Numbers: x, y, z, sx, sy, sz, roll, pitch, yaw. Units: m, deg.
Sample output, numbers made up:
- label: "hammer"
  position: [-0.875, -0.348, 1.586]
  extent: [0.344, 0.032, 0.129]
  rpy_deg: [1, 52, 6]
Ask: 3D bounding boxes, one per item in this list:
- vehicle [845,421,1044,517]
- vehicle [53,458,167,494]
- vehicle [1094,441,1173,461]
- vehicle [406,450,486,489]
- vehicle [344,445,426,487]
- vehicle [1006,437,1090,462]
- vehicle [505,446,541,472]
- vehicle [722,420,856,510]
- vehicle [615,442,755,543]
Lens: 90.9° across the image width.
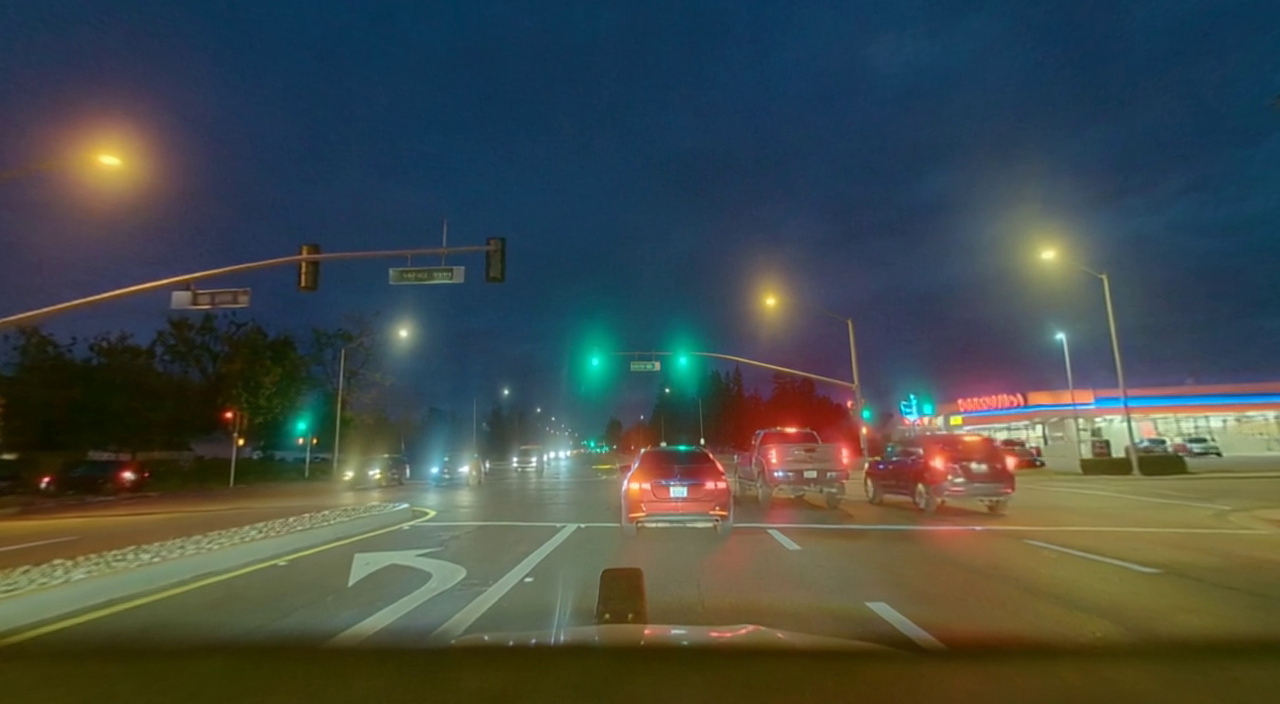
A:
- label: "vehicle"
  position: [7.299, 2.870, 16.026]
  extent: [2.323, 2.009, 5.266]
  rpy_deg: [0, -8, -1]
- label: "vehicle"
  position: [-29.047, 6.783, 34.625]
  extent: [4.789, 1.828, 2.025]
  rpy_deg: [-2, -9, 11]
- label: "vehicle"
  position: [36.363, 7.315, 46.538]
  extent: [4.230, 1.449, 1.782]
  rpy_deg: [0, -8, 1]
- label: "vehicle"
  position: [-8.136, 4.940, 26.897]
  extent: [2.002, 1.469, 4.301]
  rpy_deg: [0, -8, 0]
- label: "vehicle"
  position: [-12.157, 5.416, 30.405]
  extent: [1.991, 1.844, 4.393]
  rpy_deg: [0, -8, 2]
- label: "vehicle"
  position: [31.403, 7.536, 48.653]
  extent: [4.885, 1.883, 2.107]
  rpy_deg: [0, -8, 1]
- label: "vehicle"
  position: [-8.418, 7.714, 45.791]
  extent: [1.904, 1.789, 4.021]
  rpy_deg: [0, -8, -1]
- label: "vehicle"
  position: [3.868, 3.059, 17.590]
  extent: [2.358, 2.116, 5.328]
  rpy_deg: [0, -8, -1]
- label: "vehicle"
  position: [0.596, 2.328, 11.115]
  extent: [2.038, 1.447, 3.756]
  rpy_deg: [0, -8, -2]
